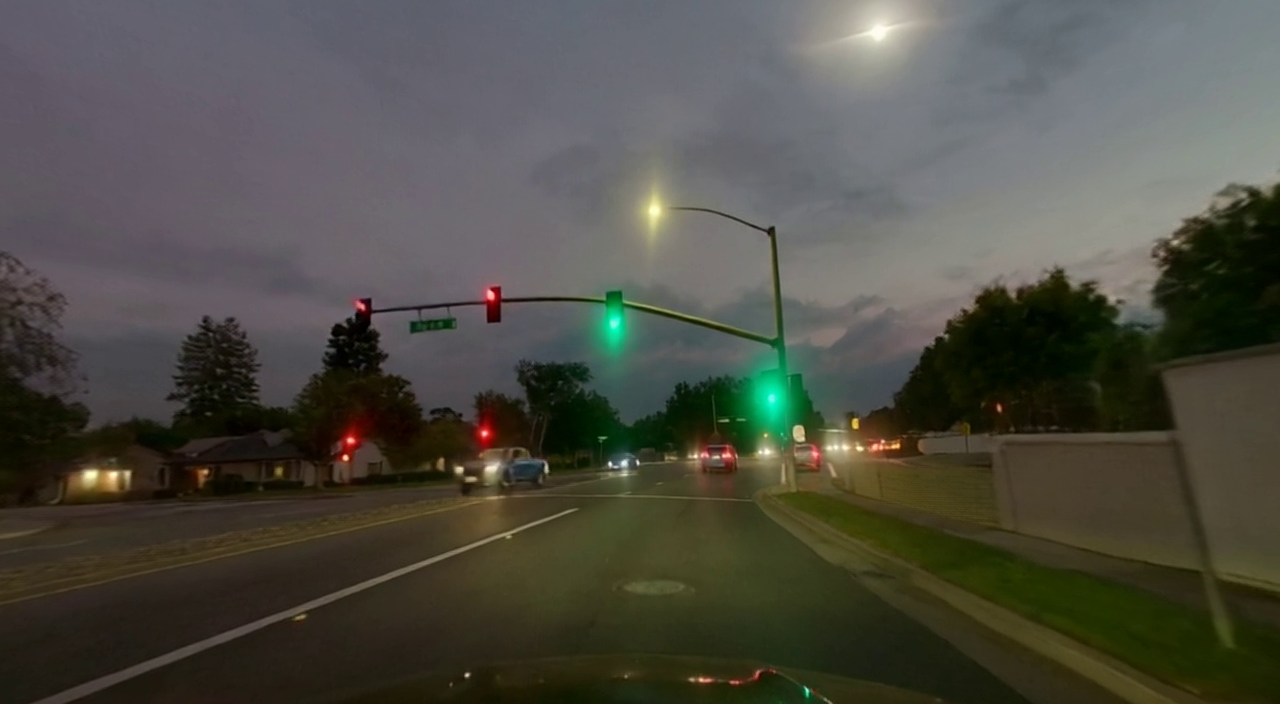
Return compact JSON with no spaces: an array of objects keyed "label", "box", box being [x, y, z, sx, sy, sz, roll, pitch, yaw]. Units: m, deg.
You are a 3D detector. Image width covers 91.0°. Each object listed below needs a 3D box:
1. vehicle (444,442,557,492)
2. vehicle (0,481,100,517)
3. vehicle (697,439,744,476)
[{"label":"vehicle","box":[-6.344,5.340,29.846,2.369,2.041,6.995,-2,-9,13]},{"label":"vehicle","box":[-32.456,7.812,33.616,4.697,1.691,2.486,1,-9,-7]},{"label":"vehicle","box":[4.573,5.847,35.182,2.059,1.908,4.714,-2,-9,13]}]
